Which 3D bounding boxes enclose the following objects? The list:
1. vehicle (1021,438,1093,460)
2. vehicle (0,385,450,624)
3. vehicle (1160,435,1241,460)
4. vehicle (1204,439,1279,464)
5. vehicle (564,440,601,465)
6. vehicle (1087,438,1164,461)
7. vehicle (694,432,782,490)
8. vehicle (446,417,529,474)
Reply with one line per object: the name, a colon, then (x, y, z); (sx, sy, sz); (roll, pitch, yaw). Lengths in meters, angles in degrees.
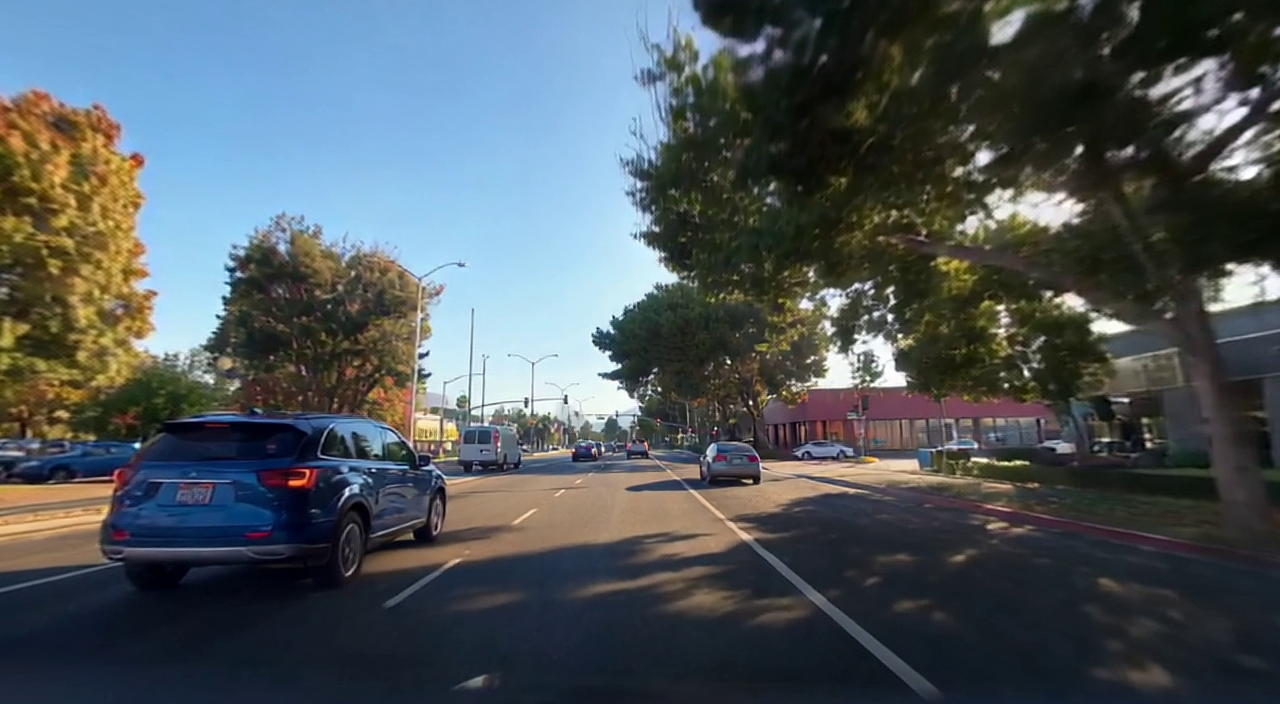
vehicle: (28.109, 6.549, 42.579); (1.760, 1.431, 4.343); (1, -9, -2)
vehicle: (-3.765, 1.442, 6.863); (2.038, 1.748, 4.303); (0, -9, 0)
vehicle: (38.152, 6.528, 42.961); (1.812, 1.641, 3.875); (1, -9, -3)
vehicle: (43.228, 6.965, 44.243); (1.980, 1.596, 5.674); (0, -8, 1)
vehicle: (-4.069, 7.157, 45.108); (2.133, 1.677, 4.727); (0, -9, 0)
vehicle: (33.226, 6.708, 43.241); (1.817, 1.503, 4.238); (0, -9, -1)
vehicle: (3.307, 3.796, 22.273); (2.167, 1.792, 4.835); (1, -9, -2)
vehicle: (-7.706, 4.856, 32.679); (2.863, 2.592, 6.410); (1, -9, -2)
